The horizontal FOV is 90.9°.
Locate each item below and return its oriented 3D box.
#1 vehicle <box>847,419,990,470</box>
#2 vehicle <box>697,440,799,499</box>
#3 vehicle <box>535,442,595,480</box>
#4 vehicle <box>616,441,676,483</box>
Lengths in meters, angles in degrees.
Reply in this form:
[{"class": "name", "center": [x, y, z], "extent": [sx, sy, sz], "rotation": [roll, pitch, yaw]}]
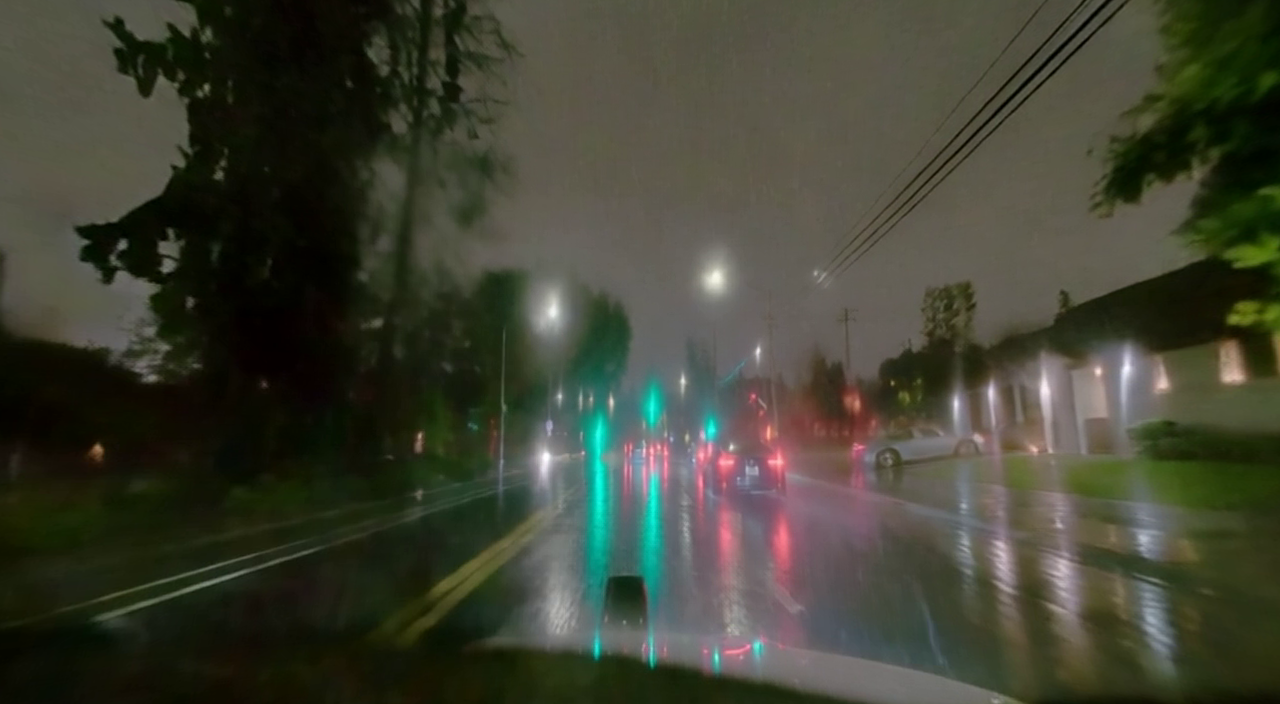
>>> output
[{"class": "vehicle", "center": [13.848, 4.622, 31.642], "extent": [5.929, 1.970, 2.381], "rotation": [-5, -8, -2]}, {"class": "vehicle", "center": [2.957, 3.332, 18.370], "extent": [2.158, 1.483, 4.415], "rotation": [0, -8, 0]}, {"class": "vehicle", "center": [-3.147, 4.685, 27.330], "extent": [2.012, 1.505, 4.205], "rotation": [0, -8, 1]}, {"class": "vehicle", "center": [0.221, 4.143, 24.080], "extent": [2.101, 1.467, 4.210], "rotation": [0, -8, 0]}]
